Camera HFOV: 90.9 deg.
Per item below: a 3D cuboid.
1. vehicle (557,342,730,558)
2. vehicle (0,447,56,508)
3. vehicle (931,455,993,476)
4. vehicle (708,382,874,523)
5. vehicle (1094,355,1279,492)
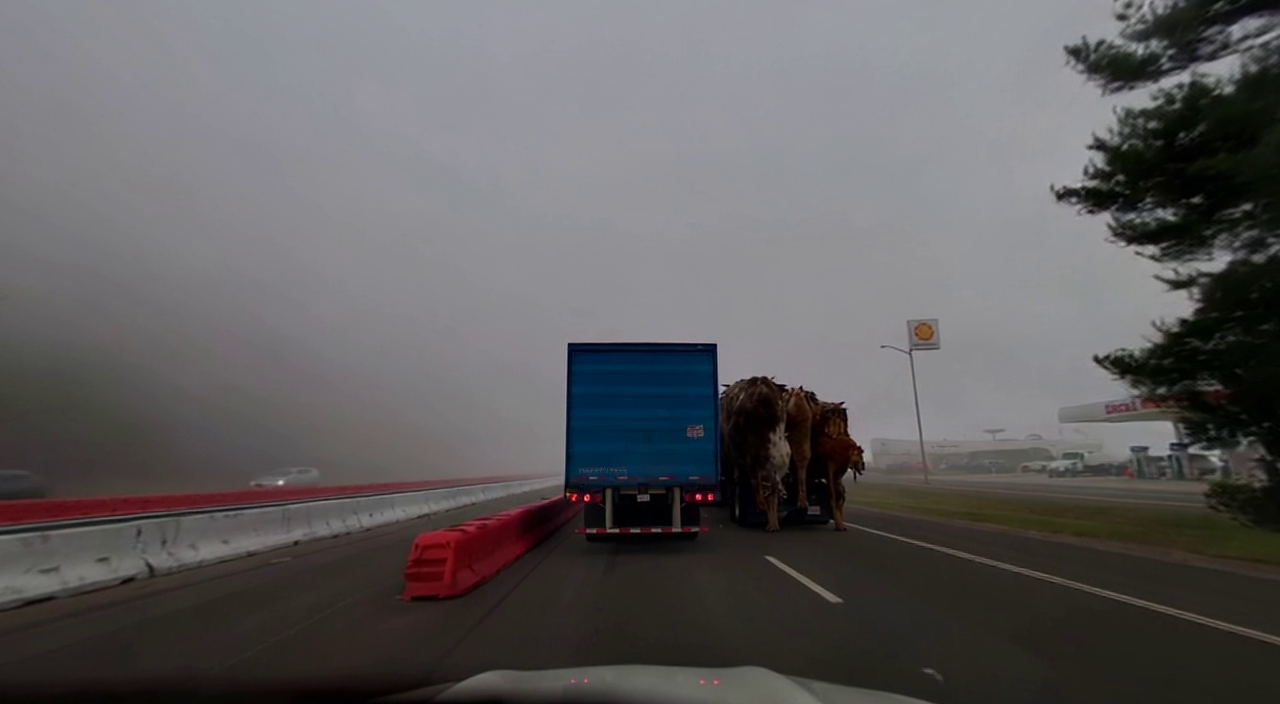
[{"bbox_3d":[0.042,2.268,14.119,2.618,3.306,8.676,1,-10,0],"label":"vehicle"},{"bbox_3d":[-48.229,9.594,48.928,16.489,4.054,2.903,-10,-14,44],"label":"vehicle"},{"bbox_3d":[24.519,8.715,48.177,1.762,1.470,4.485,3,-11,-11],"label":"vehicle"},{"bbox_3d":[4.433,3.455,21.168,2.936,3.640,9.443,1,-10,-2],"label":"vehicle"},{"bbox_3d":[20.834,2.343,19.966,2.771,4.075,13.513,1,-11,0],"label":"vehicle"}]
